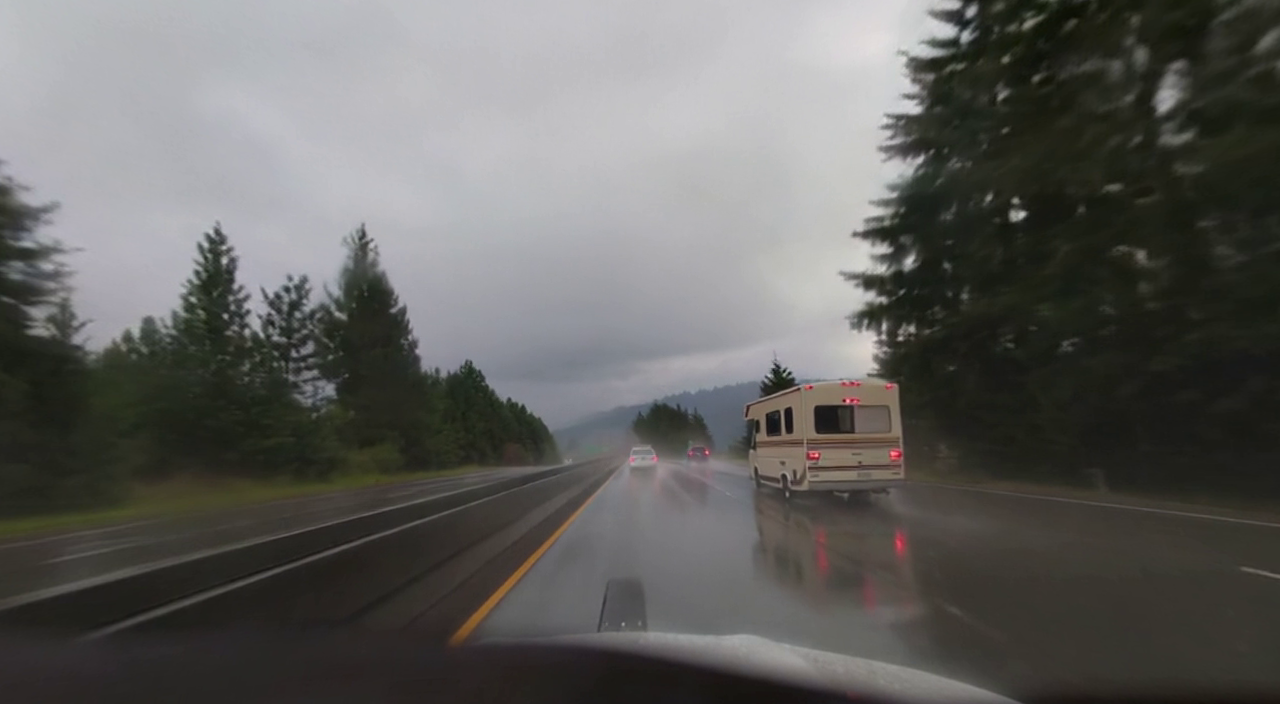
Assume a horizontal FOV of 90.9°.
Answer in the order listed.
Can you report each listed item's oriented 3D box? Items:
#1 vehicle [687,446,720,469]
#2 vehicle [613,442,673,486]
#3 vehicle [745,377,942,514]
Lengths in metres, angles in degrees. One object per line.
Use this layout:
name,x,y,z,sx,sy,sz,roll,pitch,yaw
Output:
vehicle,4.193,7.061,42.118,1.757,1.459,3.398,0,-9,-1
vehicle,0.069,4.314,24.534,2.120,1.575,4.018,0,-9,-1
vehicle,4.806,2.487,16.662,2.745,2.832,7.035,0,-9,-1
